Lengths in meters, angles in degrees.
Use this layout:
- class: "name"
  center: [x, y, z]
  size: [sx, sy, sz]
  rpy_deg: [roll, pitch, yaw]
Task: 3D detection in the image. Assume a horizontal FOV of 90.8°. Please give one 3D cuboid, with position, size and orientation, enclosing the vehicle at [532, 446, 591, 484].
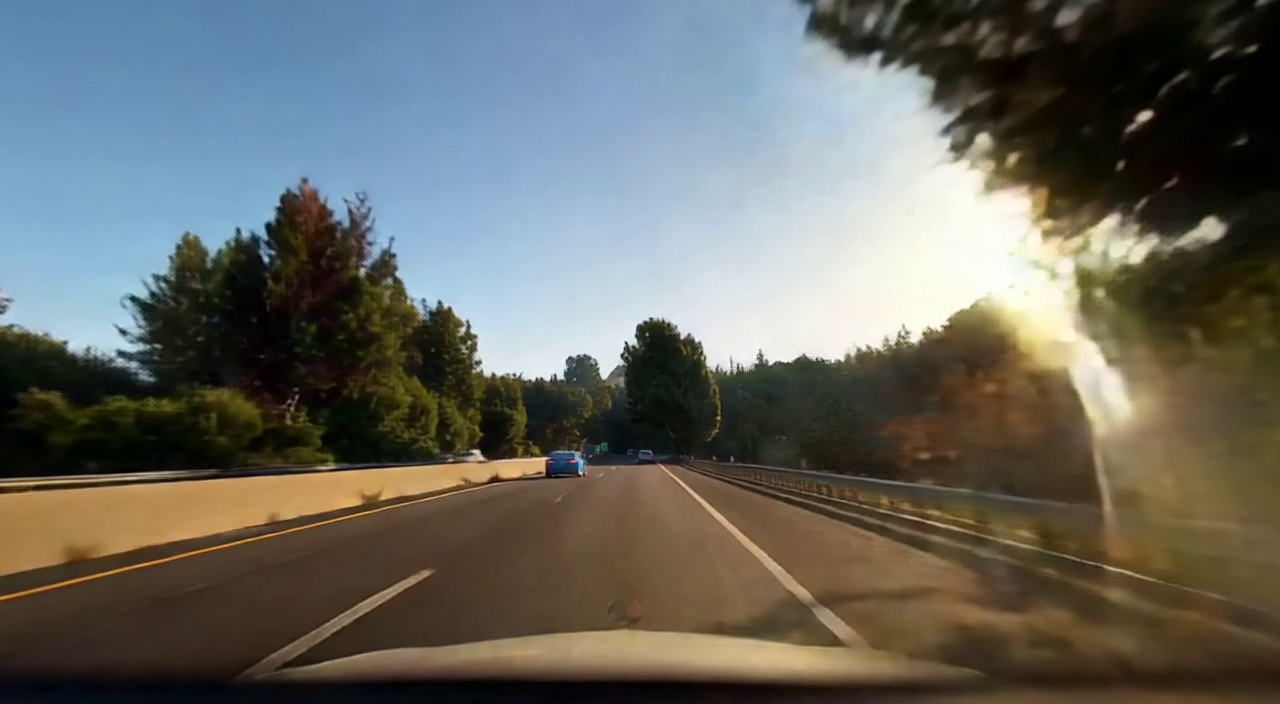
- class: "vehicle"
  center: [-3.490, 5.131, 28.857]
  size: [2.088, 1.586, 4.000]
  rpy_deg: [0, -9, 1]
